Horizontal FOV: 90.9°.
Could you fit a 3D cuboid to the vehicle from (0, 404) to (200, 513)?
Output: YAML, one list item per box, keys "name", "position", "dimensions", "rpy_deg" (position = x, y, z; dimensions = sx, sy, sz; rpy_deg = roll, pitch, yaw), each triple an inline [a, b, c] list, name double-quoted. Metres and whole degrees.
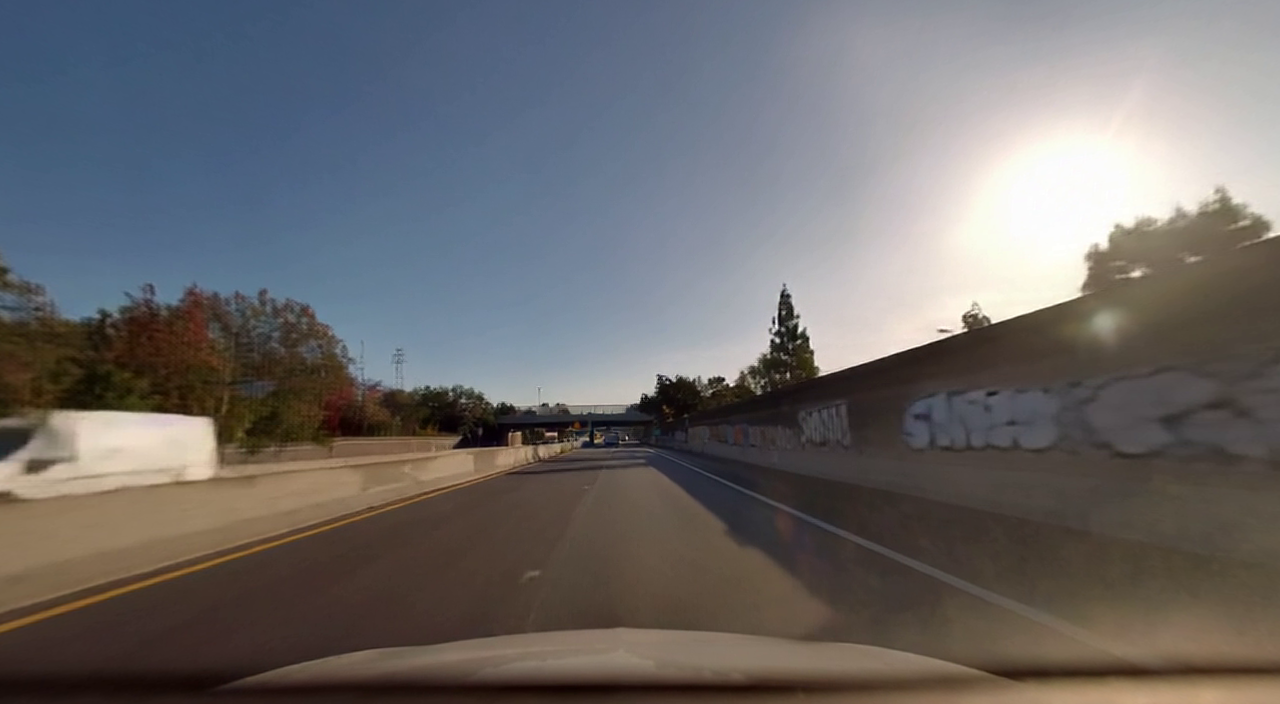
- name: "vehicle"
  position: [-16.046, 2.916, 17.964]
  dimensions: [2.299, 2.497, 6.711]
  rpy_deg: [0, -8, -2]
